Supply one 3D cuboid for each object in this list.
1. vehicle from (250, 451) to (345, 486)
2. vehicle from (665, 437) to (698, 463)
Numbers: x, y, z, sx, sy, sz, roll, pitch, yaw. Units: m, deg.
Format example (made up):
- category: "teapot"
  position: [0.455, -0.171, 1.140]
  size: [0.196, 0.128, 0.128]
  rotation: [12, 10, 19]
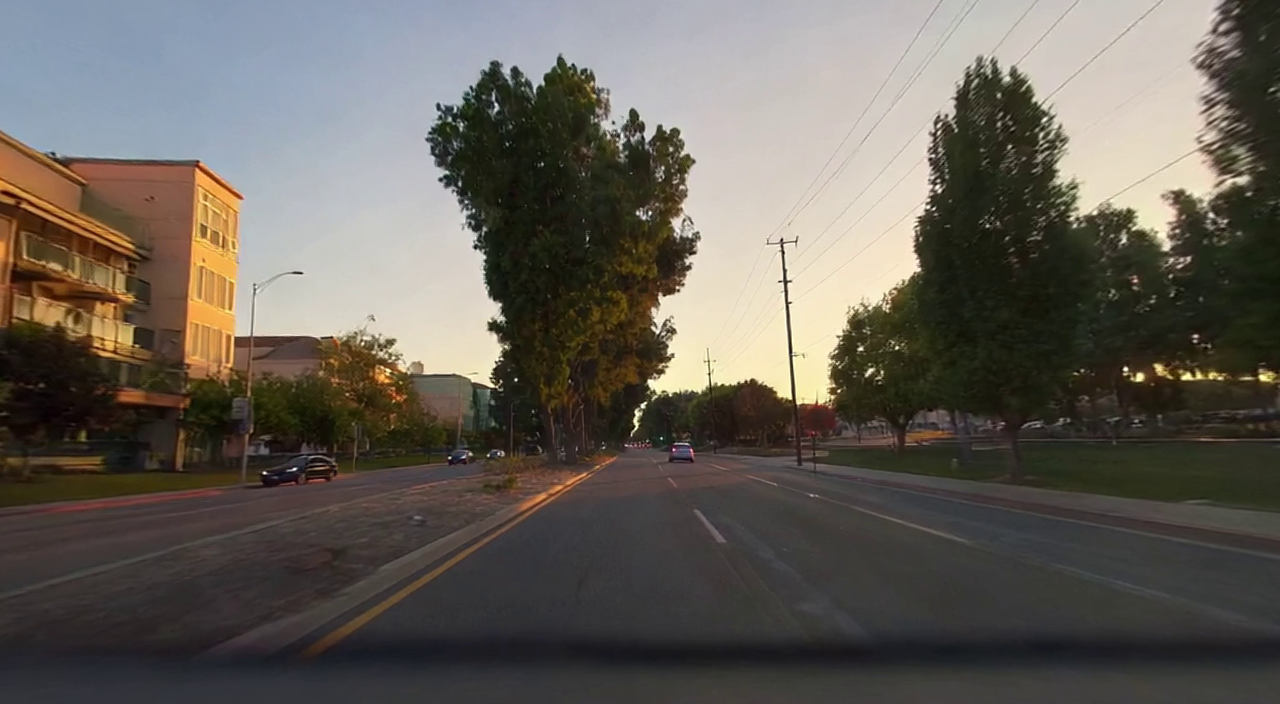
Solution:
- category: "vehicle"
  position: [-17.072, 5.807, 31.801]
  size: [1.973, 1.536, 4.871]
  rotation: [0, -8, 1]
- category: "vehicle"
  position: [3.020, 7.273, 47.014]
  size: [2.085, 1.828, 5.383]
  rotation: [0, -8, -1]
